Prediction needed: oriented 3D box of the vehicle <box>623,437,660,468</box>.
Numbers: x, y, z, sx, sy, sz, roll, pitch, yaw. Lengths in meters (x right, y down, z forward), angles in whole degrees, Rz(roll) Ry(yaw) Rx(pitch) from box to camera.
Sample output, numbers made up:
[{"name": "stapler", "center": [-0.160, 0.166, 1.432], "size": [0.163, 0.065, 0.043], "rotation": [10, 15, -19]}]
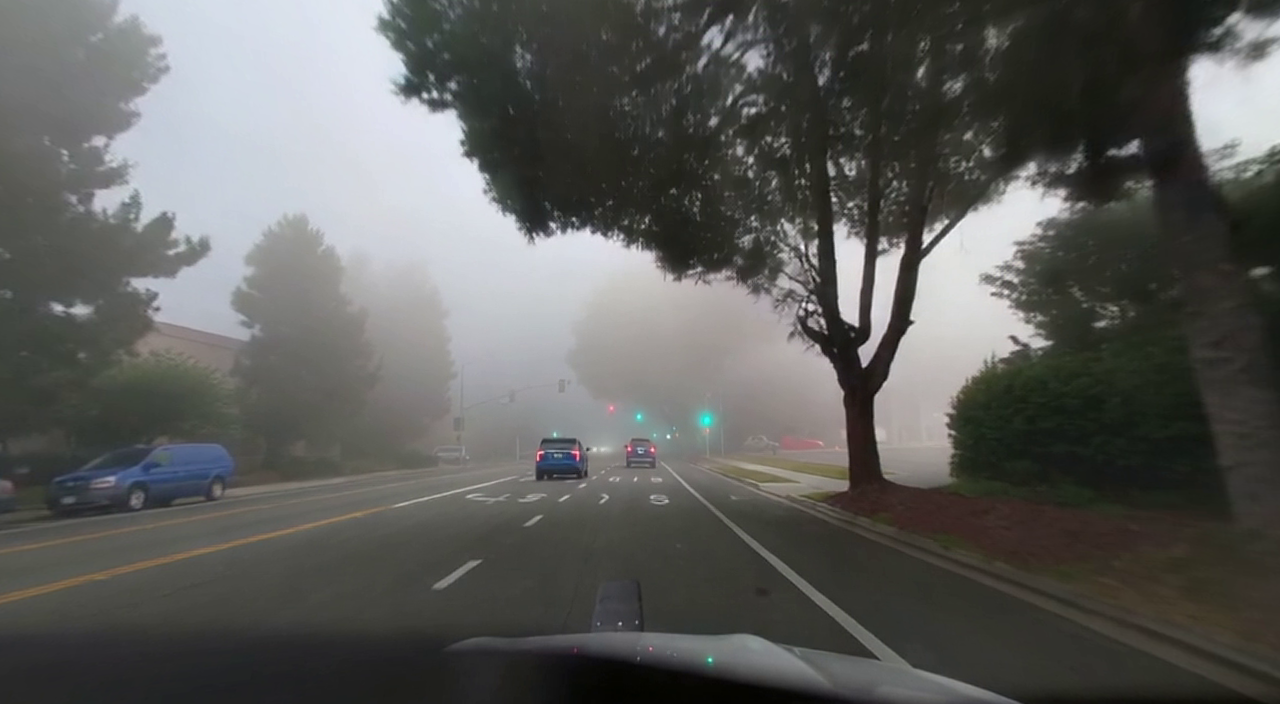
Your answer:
[{"name": "vehicle", "center": [0.051, 6.081, 38.372], "size": [2.088, 1.735, 4.801], "rotation": [0, -8, -1]}]

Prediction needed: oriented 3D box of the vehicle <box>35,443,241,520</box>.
[{"name": "vehicle", "center": [-14.051, 3.591, 18.171], "size": [1.996, 1.886, 4.692], "rotation": [0, -8, 0]}]

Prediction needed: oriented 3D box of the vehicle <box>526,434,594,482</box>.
[{"name": "vehicle", "center": [-3.094, 4.200, 25.370], "size": [2.097, 1.755, 4.336], "rotation": [0, -8, 1]}]
